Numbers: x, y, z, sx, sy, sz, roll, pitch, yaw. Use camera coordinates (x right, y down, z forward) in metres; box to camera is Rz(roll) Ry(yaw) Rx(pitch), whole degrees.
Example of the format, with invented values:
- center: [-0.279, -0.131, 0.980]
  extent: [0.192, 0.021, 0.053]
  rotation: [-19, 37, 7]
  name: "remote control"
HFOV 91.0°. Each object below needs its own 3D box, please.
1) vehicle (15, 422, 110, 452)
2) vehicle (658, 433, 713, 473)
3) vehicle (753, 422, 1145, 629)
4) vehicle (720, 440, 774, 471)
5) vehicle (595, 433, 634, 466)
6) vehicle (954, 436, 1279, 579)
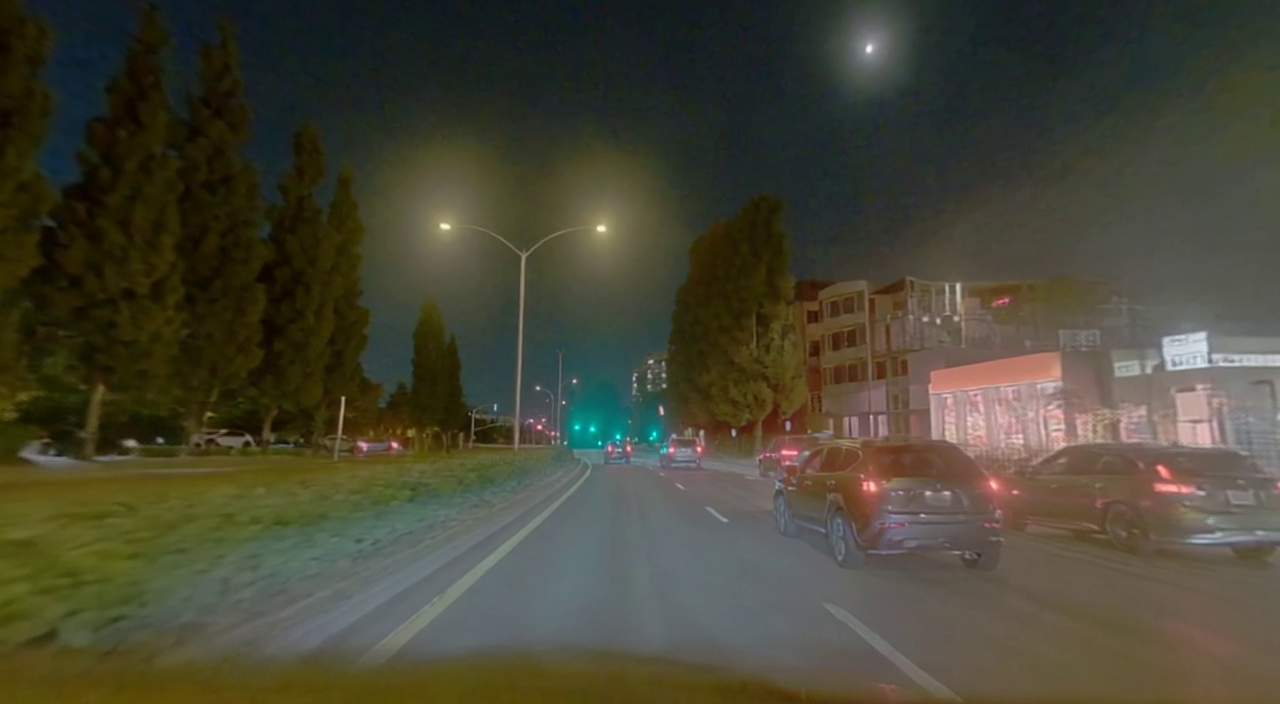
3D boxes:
- center: [-35.605, 5.292, 38.967]
  extent: [1.914, 1.698, 4.686]
  rotation: [1, -8, -9]
  name: "vehicle"
- center: [2.104, 4.794, 30.063]
  extent: [2.000, 1.745, 4.206]
  rotation: [1, -8, -4]
  name: "vehicle"
- center: [2.597, 1.556, 6.673]
  extent: [1.883, 1.452, 4.258]
  rotation: [1, -8, -2]
  name: "vehicle"
- center: [5.882, 5.736, 35.195]
  extent: [1.954, 1.606, 4.423]
  rotation: [1, -8, -4]
  name: "vehicle"
- center: [-1.564, 5.754, 37.245]
  extent: [2.051, 1.798, 4.168]
  rotation: [1, -8, -5]
  name: "vehicle"
- center: [6.466, 1.929, 8.701]
  extent: [1.917, 1.457, 4.274]
  rotation: [1, -8, -2]
  name: "vehicle"
